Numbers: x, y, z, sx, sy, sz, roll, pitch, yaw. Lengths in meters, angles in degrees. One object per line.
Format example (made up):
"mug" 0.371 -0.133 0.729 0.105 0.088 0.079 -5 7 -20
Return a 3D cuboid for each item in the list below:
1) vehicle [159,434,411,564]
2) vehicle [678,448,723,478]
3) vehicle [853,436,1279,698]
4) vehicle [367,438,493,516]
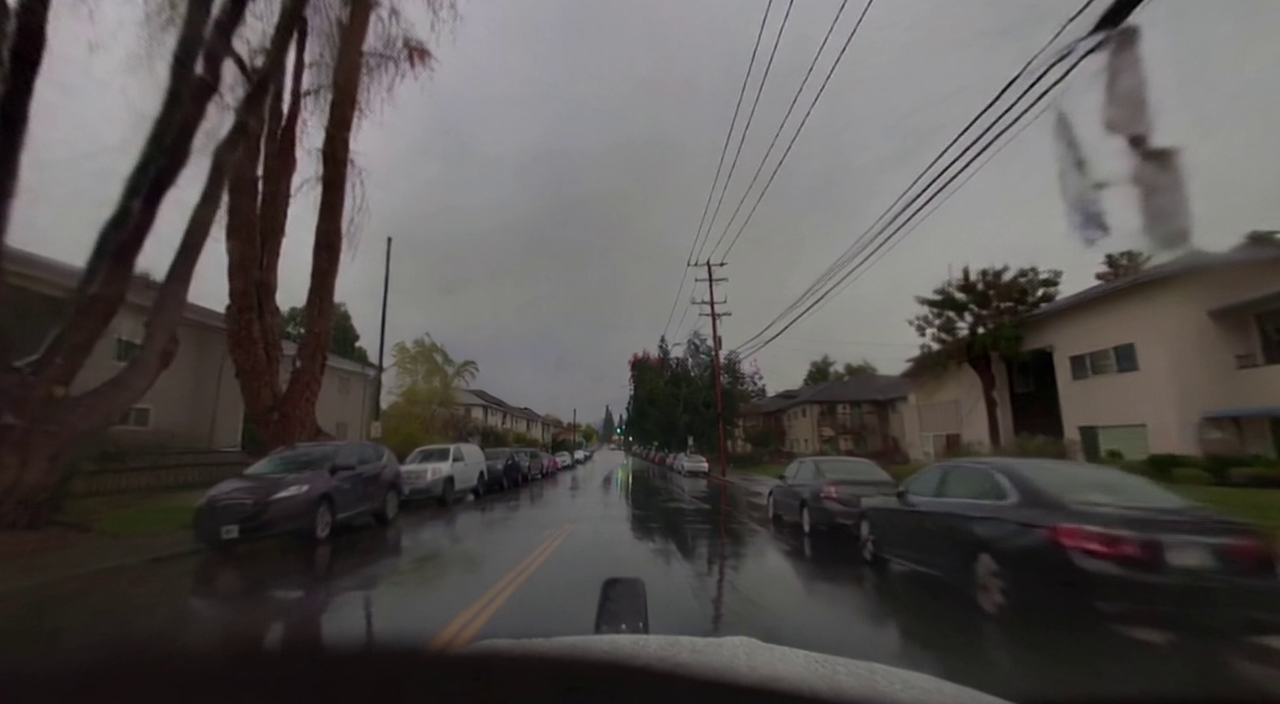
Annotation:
"vehicle" -6.294 2.574 12.012 2.056 1.876 4.824 -2 -8 -1
"vehicle" 3.662 6.811 38.783 2.328 1.730 4.225 0 -9 0
"vehicle" 3.803 1.614 6.029 1.868 1.494 4.652 0 -9 0
"vehicle" -6.361 3.805 19.852 2.120 1.989 5.616 -3 -8 -1
